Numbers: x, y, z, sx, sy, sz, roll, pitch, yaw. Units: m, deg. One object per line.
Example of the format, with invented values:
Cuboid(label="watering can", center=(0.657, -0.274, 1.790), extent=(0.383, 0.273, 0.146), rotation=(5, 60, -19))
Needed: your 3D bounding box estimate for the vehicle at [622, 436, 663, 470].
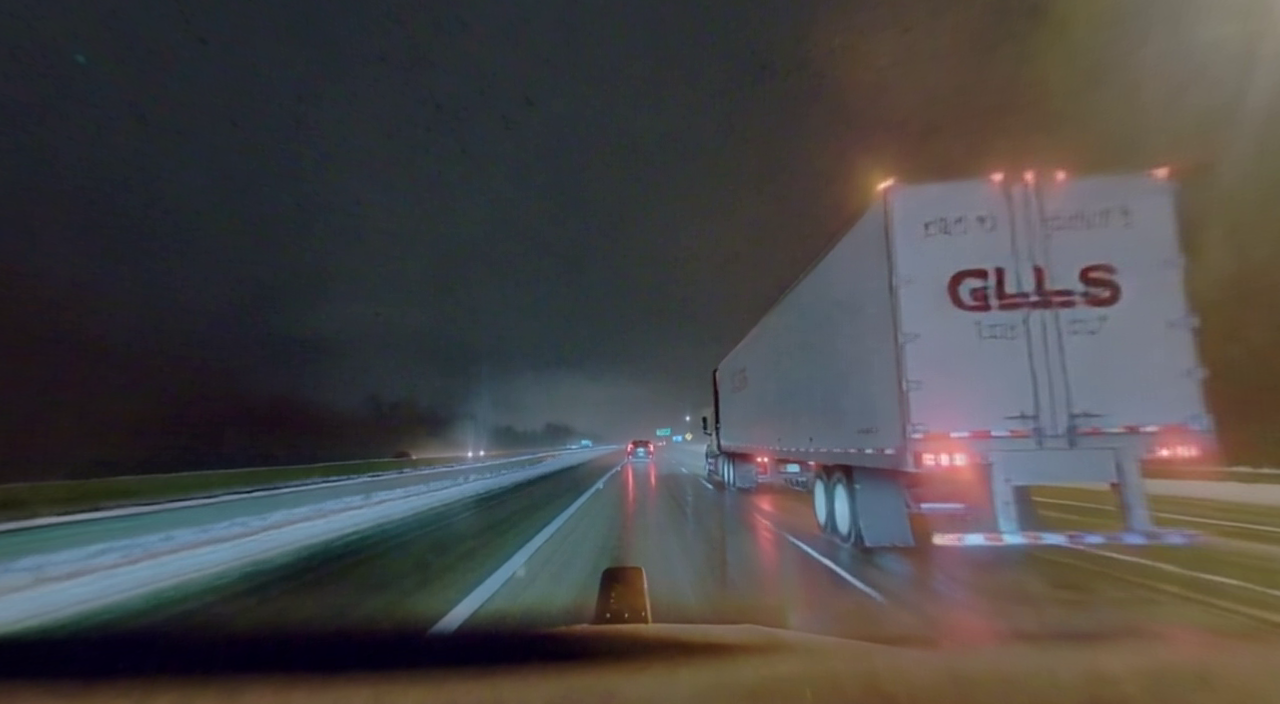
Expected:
Cuboid(label="vehicle", center=(0.123, 5.403, 33.857), extent=(2.050, 1.654, 4.192), rotation=(0, -8, 0))

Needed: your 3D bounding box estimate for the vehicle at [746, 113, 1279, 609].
Cuboid(label="vehicle", center=(4.176, 0.702, 10.246), extent=(3.014, 4.068, 10.359), rotation=(0, -8, 0))
